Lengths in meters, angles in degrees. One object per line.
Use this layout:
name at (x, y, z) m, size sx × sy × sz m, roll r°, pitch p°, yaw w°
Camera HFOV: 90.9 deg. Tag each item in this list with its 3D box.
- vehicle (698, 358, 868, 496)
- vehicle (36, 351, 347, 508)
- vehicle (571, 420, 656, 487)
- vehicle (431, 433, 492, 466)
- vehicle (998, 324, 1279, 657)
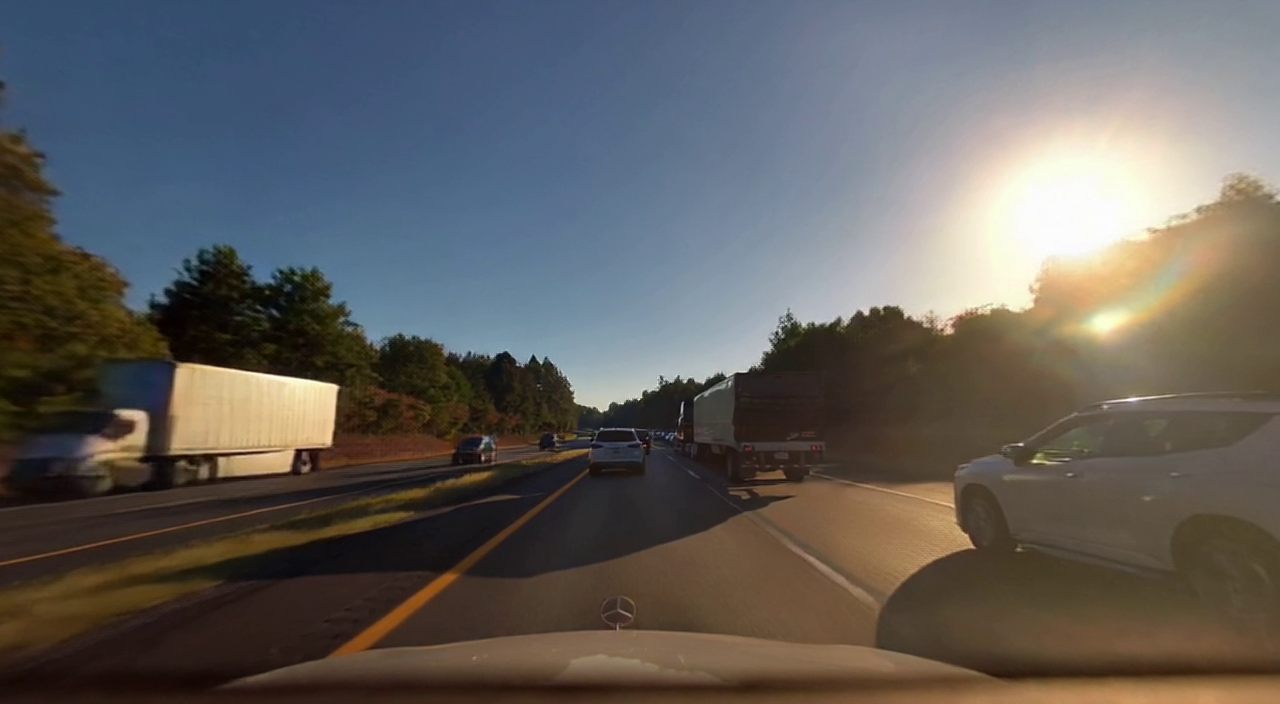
vehicle at (3.531, 2.186, 18.134) m, size 2.723 × 3.027 × 8.478 m, roll 0°, pitch -7°, yaw -1°
vehicle at (-13.727, 2.616, 21.136) m, size 2.904 × 3.961 × 10.187 m, roll 0°, pitch -8°, yaw 0°
vehicle at (-0.656, 2.759, 17.516) m, size 2.082 × 1.638 × 4.055 m, roll 0°, pitch -7°, yaw 0°
vehicle at (-8.988, 4.909, 32.108) m, size 1.911 × 1.570 × 4.036 m, roll 0°, pitch -7°, yaw 1°
vehicle at (4.691, 0.897, 4.388) m, size 2.011 × 1.905 × 3.905 m, roll 0°, pitch -8°, yaw -1°
